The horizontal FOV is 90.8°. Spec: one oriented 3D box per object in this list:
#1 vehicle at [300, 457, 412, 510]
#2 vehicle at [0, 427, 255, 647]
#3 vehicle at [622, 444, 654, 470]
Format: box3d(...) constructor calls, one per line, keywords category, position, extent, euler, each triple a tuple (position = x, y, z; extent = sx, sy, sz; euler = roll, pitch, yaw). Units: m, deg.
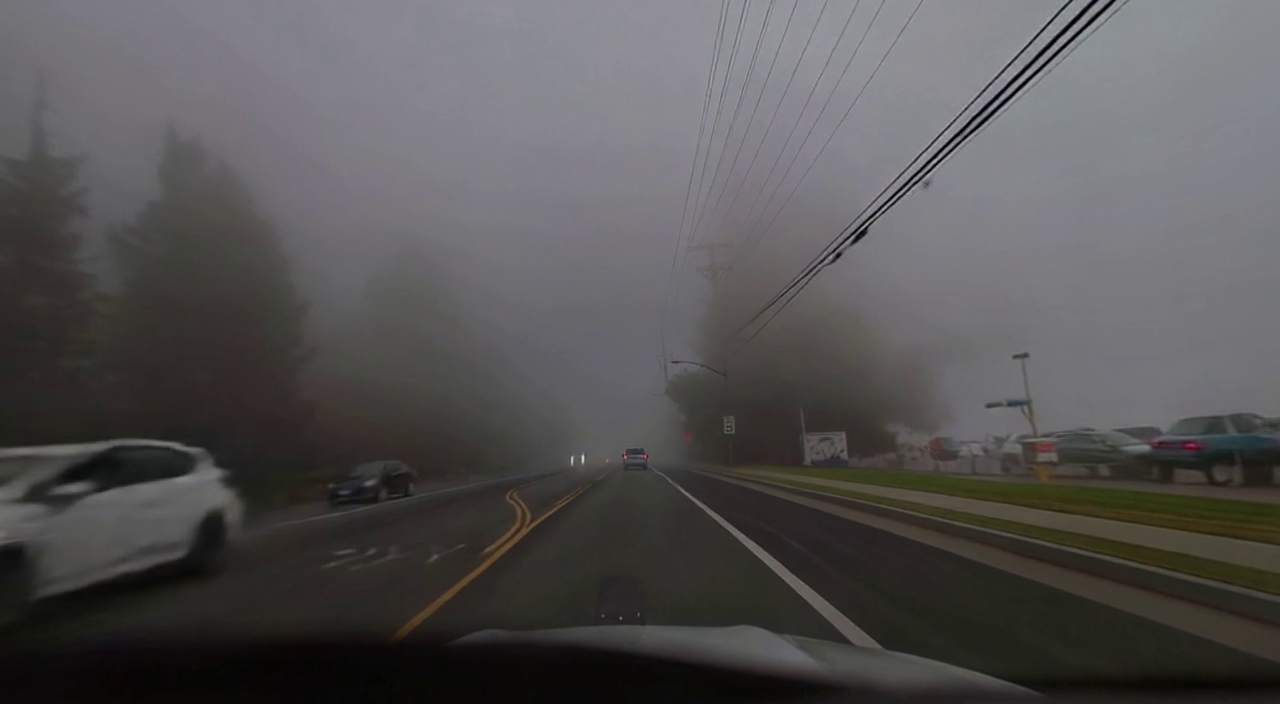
box3d(category="vehicle", position=(-9.287, 4.301, 21.052), extent=(1.841, 1.475, 4.054), euler=(0, -9, 0))
box3d(category="vehicle", position=(-5.994, 1.618, 6.003), extent=(1.960, 1.704, 4.229), euler=(0, -9, 0))
box3d(category="vehicle", position=(-0.120, 7.416, 44.844), extent=(2.163, 1.746, 4.073), euler=(0, -8, 0))
